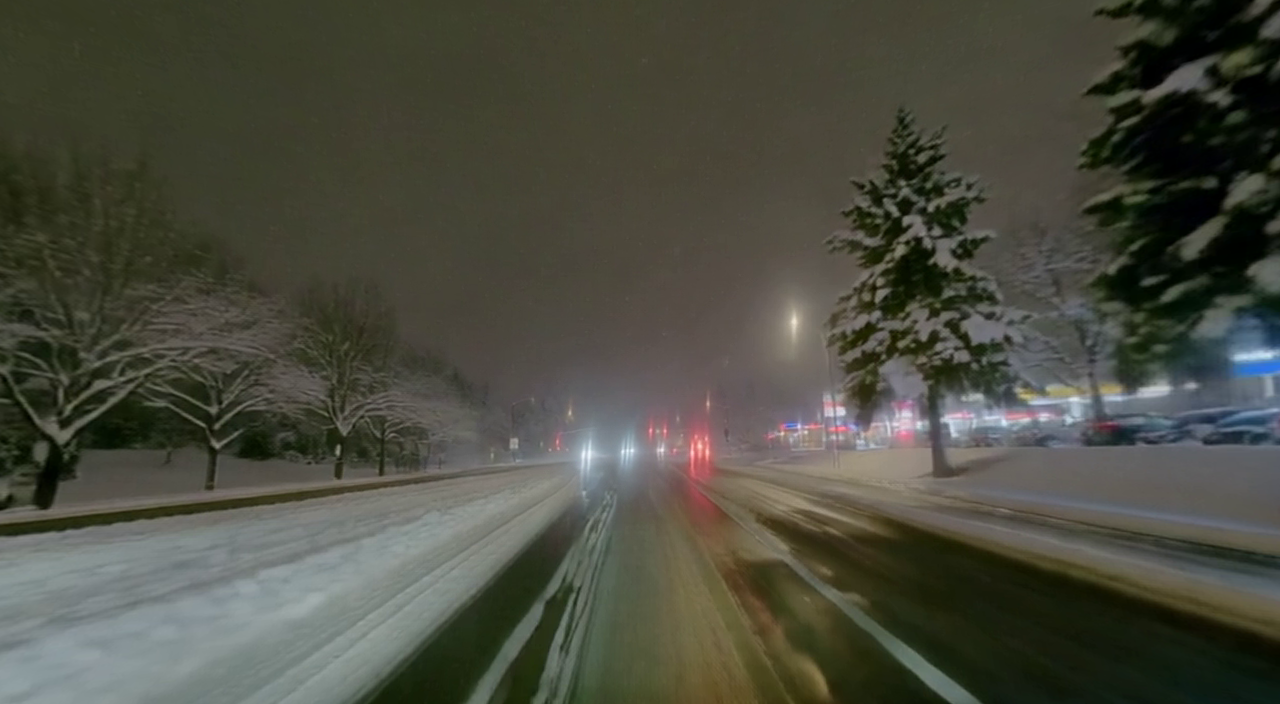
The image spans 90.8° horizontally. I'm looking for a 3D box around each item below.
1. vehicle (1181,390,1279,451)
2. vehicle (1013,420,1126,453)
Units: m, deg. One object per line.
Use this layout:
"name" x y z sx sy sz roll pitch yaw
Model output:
"vehicle" 21.295 2.359 21.226 4.098 1.771 2.147 1 -10 2
"vehicle" 22.609 4.505 33.398 4.479 1.453 1.899 -2 -10 0
